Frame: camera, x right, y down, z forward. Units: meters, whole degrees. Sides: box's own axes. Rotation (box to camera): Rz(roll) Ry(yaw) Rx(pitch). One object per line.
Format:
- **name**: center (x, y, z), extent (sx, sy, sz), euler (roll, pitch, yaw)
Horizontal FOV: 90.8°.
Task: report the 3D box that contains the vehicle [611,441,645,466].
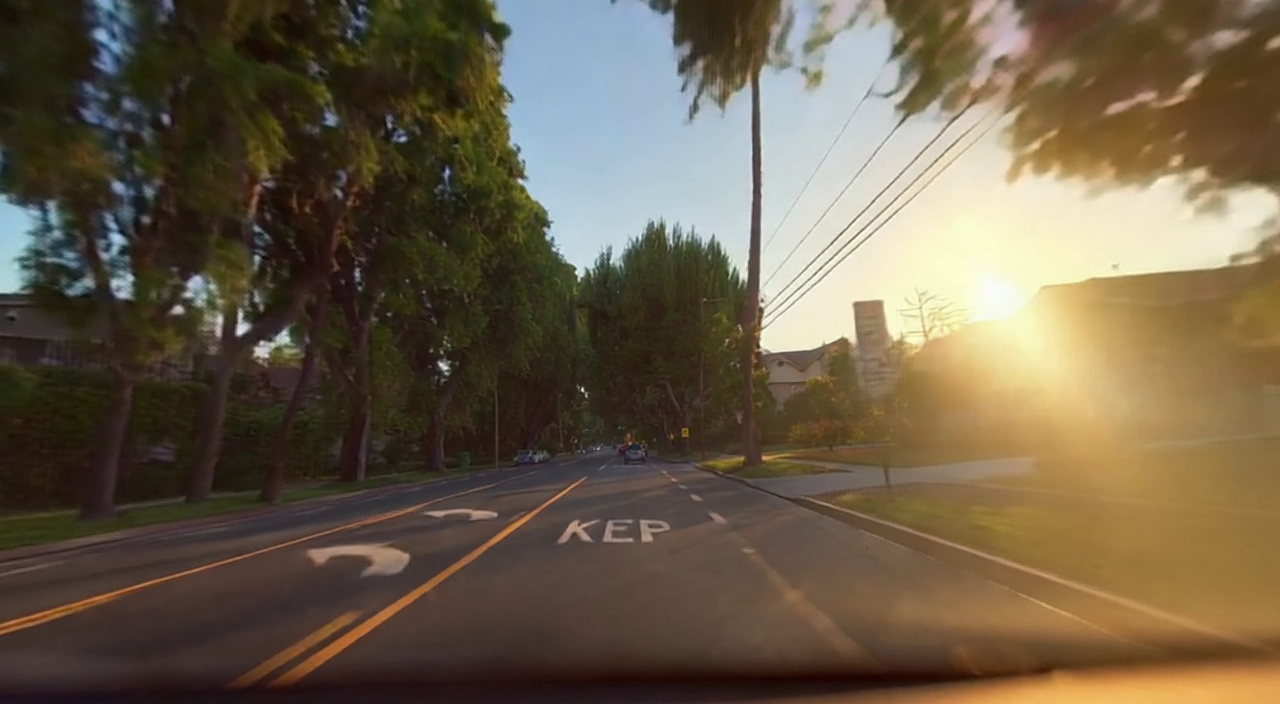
- **vehicle**: center (-0.772, 6.574, 41.099), extent (2.104, 1.500, 3.815), euler (0, -8, -1)
